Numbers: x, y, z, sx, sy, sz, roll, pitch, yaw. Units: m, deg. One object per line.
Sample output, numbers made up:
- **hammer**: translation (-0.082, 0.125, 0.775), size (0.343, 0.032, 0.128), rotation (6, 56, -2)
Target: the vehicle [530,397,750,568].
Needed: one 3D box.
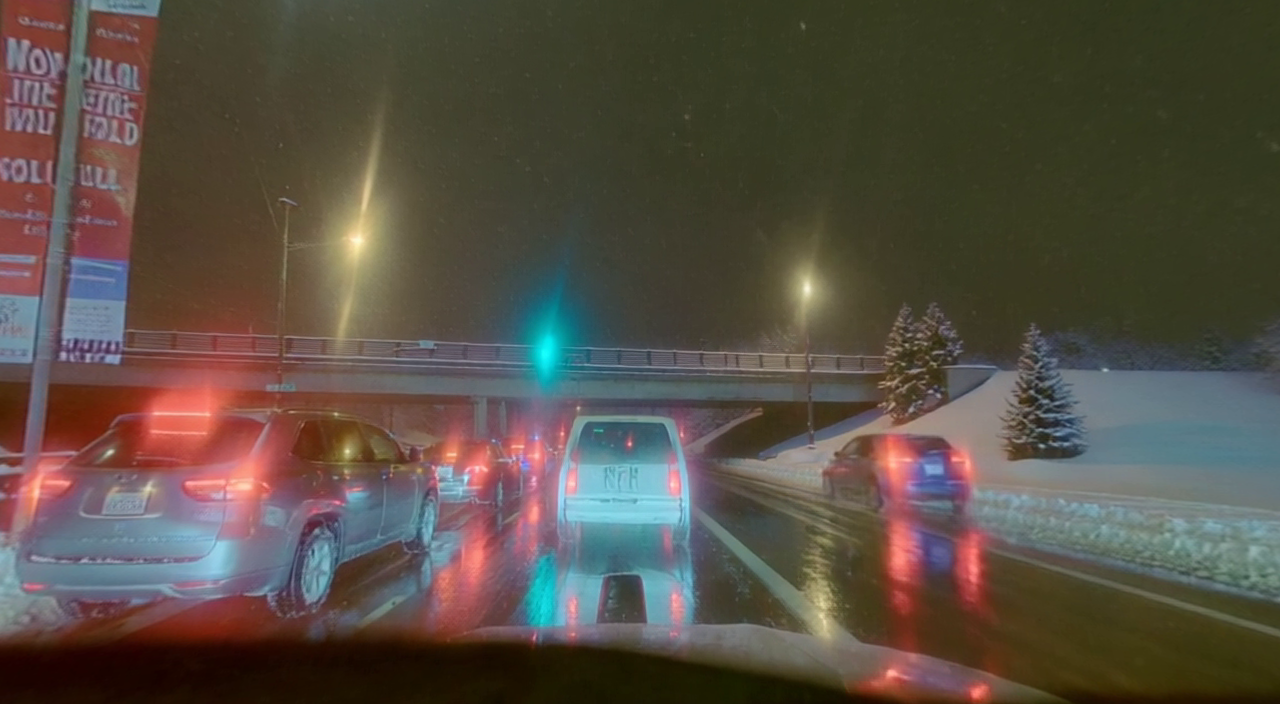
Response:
- **vehicle**: translation (-0.077, 1.763, 9.214), size (2.409, 1.864, 4.471), rotation (0, -9, -2)

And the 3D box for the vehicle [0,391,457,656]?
- **vehicle**: translation (-3.499, 1.433, 6.285), size (2.039, 1.709, 4.265), rotation (0, -9, 0)

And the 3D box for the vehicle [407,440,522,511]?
- **vehicle**: translation (-4.148, 2.946, 15.431), size (1.797, 1.505, 3.506), rotation (0, -9, 0)

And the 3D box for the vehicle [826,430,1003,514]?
- **vehicle**: translation (6.445, 2.870, 15.523), size (2.191, 1.730, 4.658), rotation (0, -9, -1)
